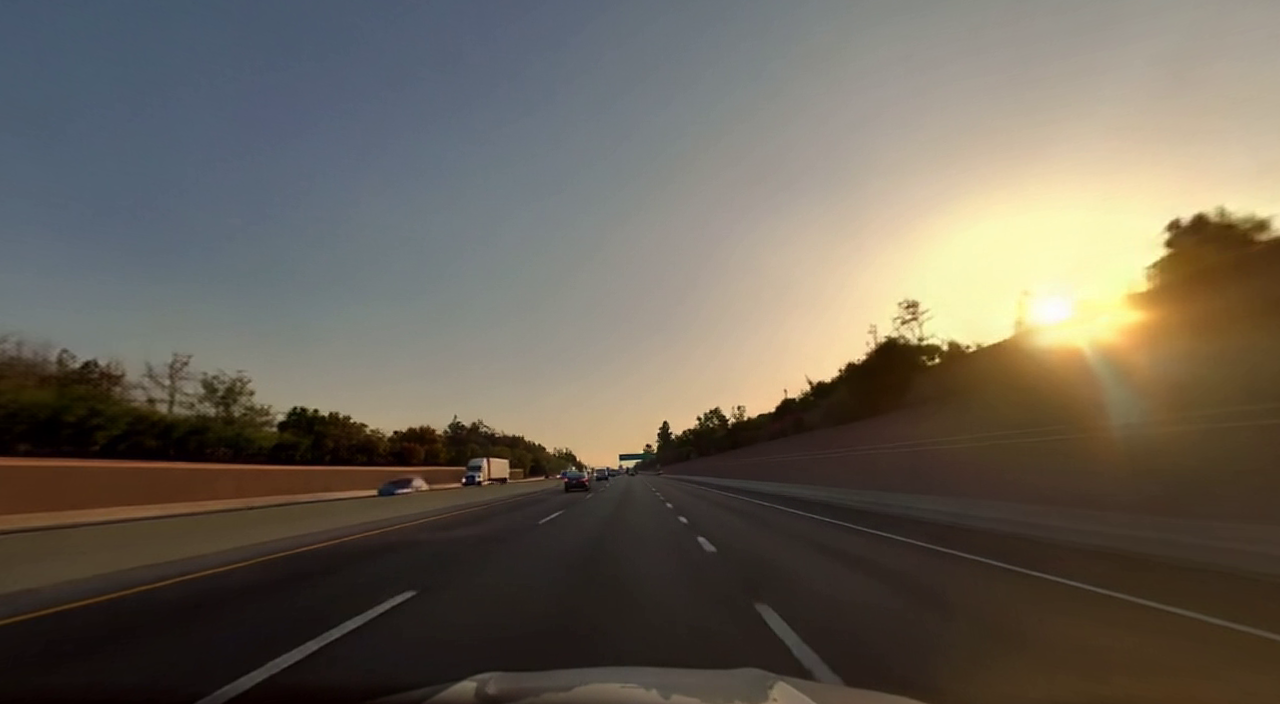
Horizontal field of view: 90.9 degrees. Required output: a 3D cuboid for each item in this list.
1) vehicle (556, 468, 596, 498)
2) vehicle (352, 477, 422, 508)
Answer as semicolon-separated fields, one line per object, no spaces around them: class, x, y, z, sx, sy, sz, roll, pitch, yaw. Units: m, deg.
vehicle;-3.517;7.277;35.195;1.863;1.486;3.852;1;-10;-1
vehicle;-13.625;7.589;34.246;2.084;1.426;4.215;1;-10;-1
